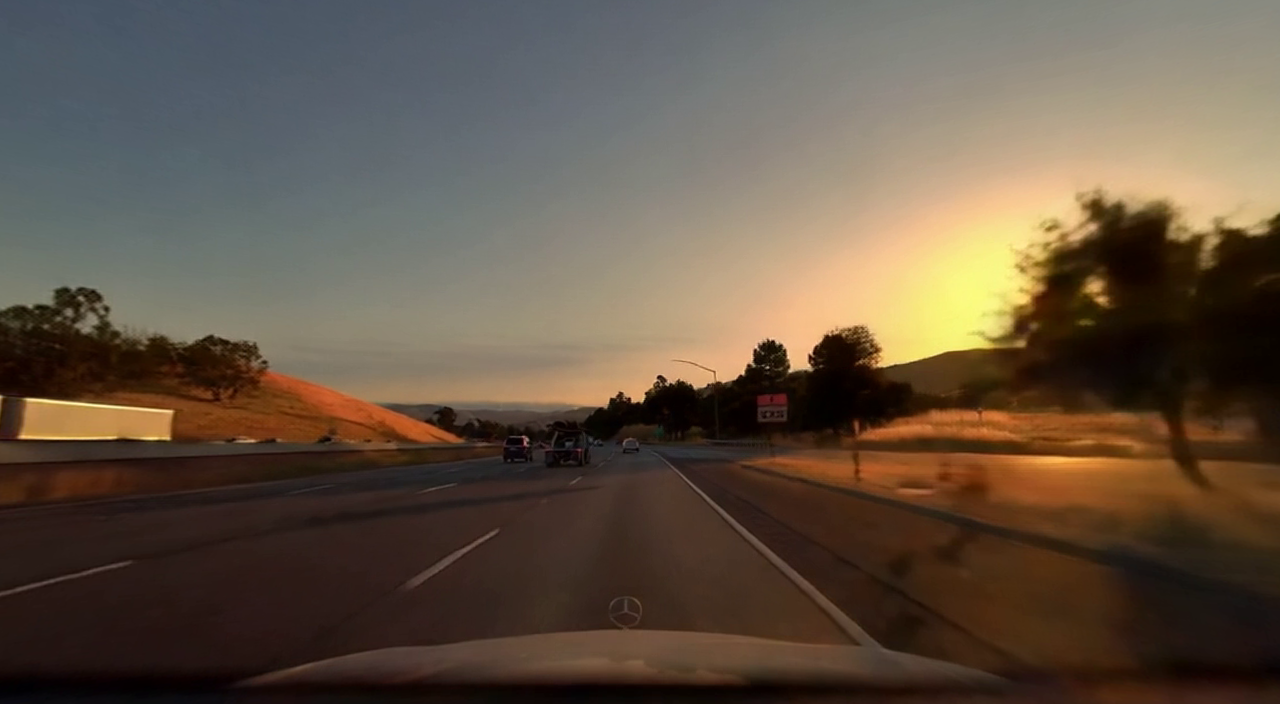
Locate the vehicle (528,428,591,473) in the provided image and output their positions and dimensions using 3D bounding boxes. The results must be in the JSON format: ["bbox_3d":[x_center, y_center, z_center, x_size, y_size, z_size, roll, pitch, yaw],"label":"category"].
[{"bbox_3d":[-3.386,4.248,27.211,2.194,1.766,3.720,0,-8,0],"label":"vehicle"}]

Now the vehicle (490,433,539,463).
[{"bbox_3d":[-7.761,6.009,39.296,2.078,1.729,4.722,0,-8,0],"label":"vehicle"}]
